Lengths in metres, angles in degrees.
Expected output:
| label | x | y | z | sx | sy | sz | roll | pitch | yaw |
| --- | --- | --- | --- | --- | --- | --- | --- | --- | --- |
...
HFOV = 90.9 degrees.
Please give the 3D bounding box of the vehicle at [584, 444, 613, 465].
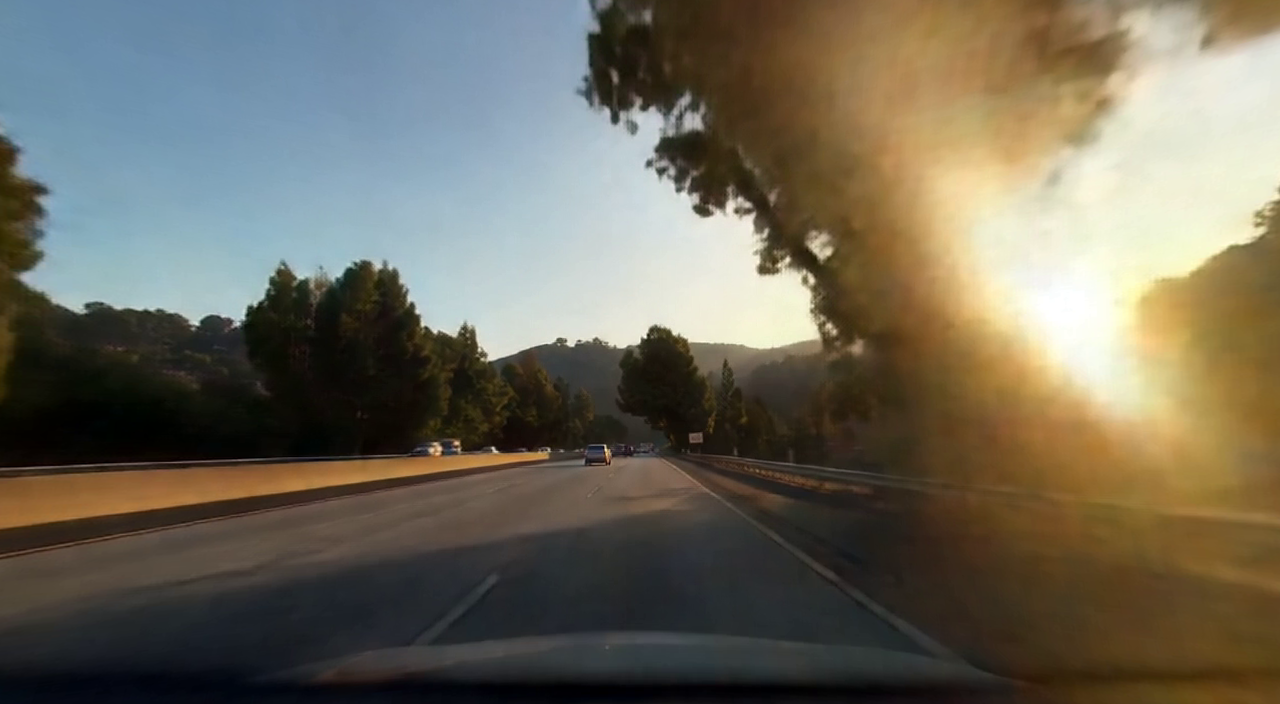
| label | x | y | z | sx | sy | sz | roll | pitch | yaw |
| --- | --- | --- | --- | --- | --- | --- | --- | --- | --- |
| vehicle | -3.193 | 8.024 | 49.437 | 1.993 | 1.589 | 3.898 | 0 | -8 | 1 |
